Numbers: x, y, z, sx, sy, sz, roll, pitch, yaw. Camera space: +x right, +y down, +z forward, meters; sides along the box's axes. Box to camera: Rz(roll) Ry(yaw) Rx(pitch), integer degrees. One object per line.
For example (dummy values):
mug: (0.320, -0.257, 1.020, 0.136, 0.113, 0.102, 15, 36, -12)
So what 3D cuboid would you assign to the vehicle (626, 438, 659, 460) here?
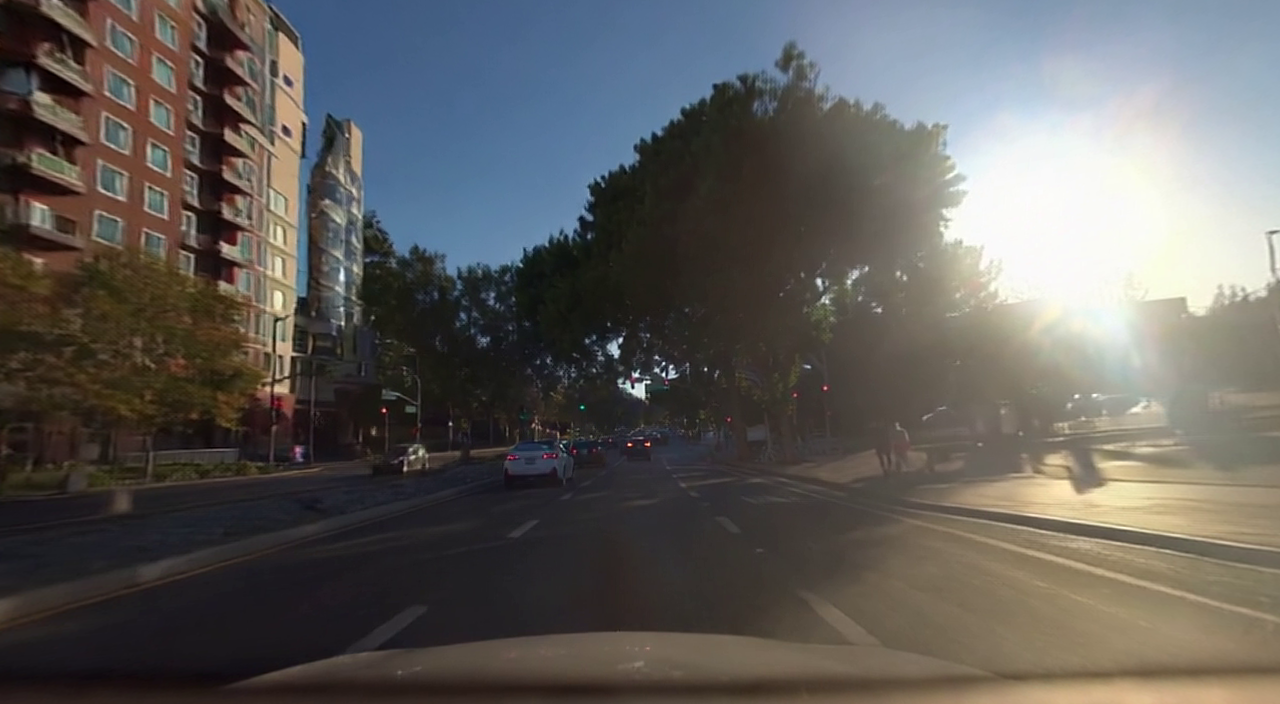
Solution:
vehicle: (0.165, 6.528, 42.607, 2.095, 1.438, 3.843, 0, -8, 0)

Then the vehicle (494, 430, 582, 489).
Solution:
vehicle: (-3.231, 3.512, 21.011, 2.116, 1.725, 4.315, 0, -8, 1)

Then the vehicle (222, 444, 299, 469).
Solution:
vehicle: (-29.621, 8.158, 49.415, 4.684, 1.806, 2.073, 0, -8, -2)

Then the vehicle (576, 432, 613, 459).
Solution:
vehicle: (-3.145, 6.626, 44.640, 2.152, 1.802, 4.628, -1, -8, 1)

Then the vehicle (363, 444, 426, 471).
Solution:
vehicle: (-14.660, 6.307, 38.028, 1.918, 1.513, 4.581, 0, -8, 0)
